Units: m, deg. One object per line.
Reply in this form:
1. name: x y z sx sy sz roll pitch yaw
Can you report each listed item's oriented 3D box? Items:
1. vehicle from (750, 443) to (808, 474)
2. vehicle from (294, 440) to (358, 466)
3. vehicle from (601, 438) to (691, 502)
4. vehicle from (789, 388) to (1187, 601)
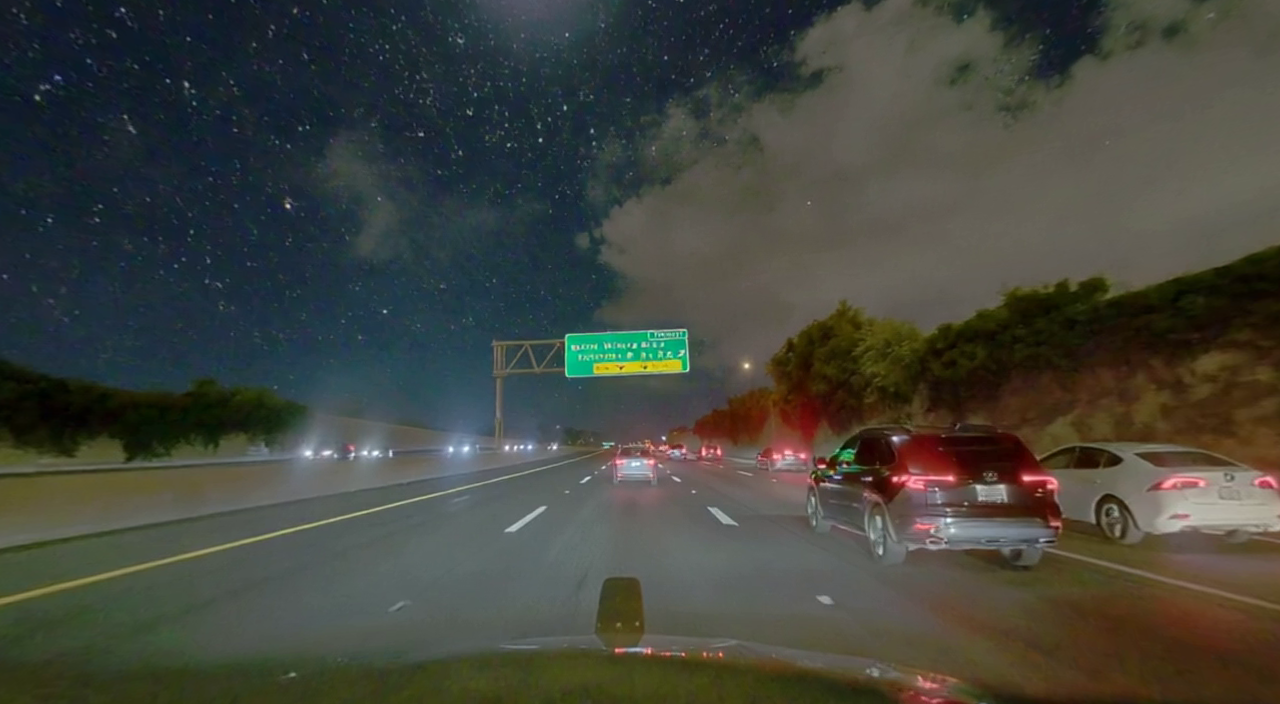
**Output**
1. vehicle: 6.943 5.343 32.015 1.839 1.441 4.241 0 -9 -2
2. vehicle: -21.465 6.907 43.407 2.155 1.701 4.530 0 -9 -2
3. vehicle: 0.104 3.053 16.784 2.098 1.475 3.997 0 -9 -1
4. vehicle: 3.525 1.560 7.795 2.162 1.800 4.693 0 -9 -1
